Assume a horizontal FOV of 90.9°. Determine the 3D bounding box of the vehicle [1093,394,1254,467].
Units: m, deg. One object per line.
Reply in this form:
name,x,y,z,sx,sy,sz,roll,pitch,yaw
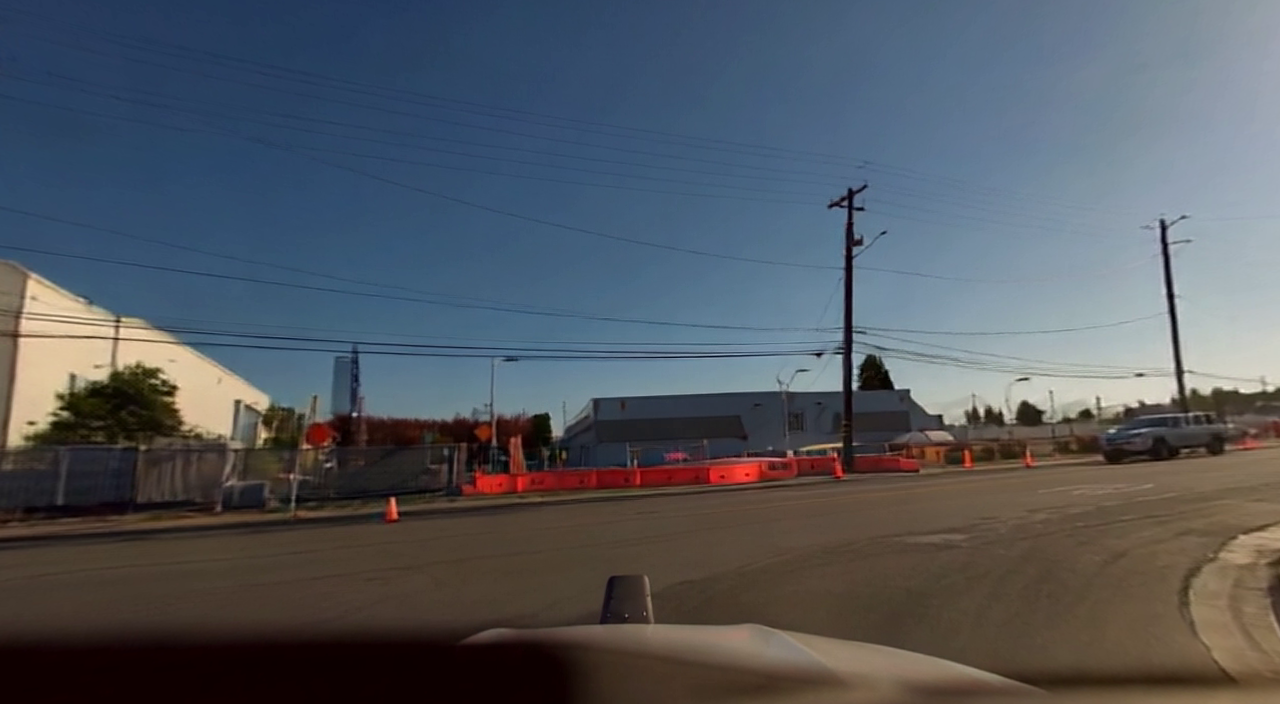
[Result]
vehicle,26.598,4.013,31.352,8.300,3.218,2.790,4,-12,-27
